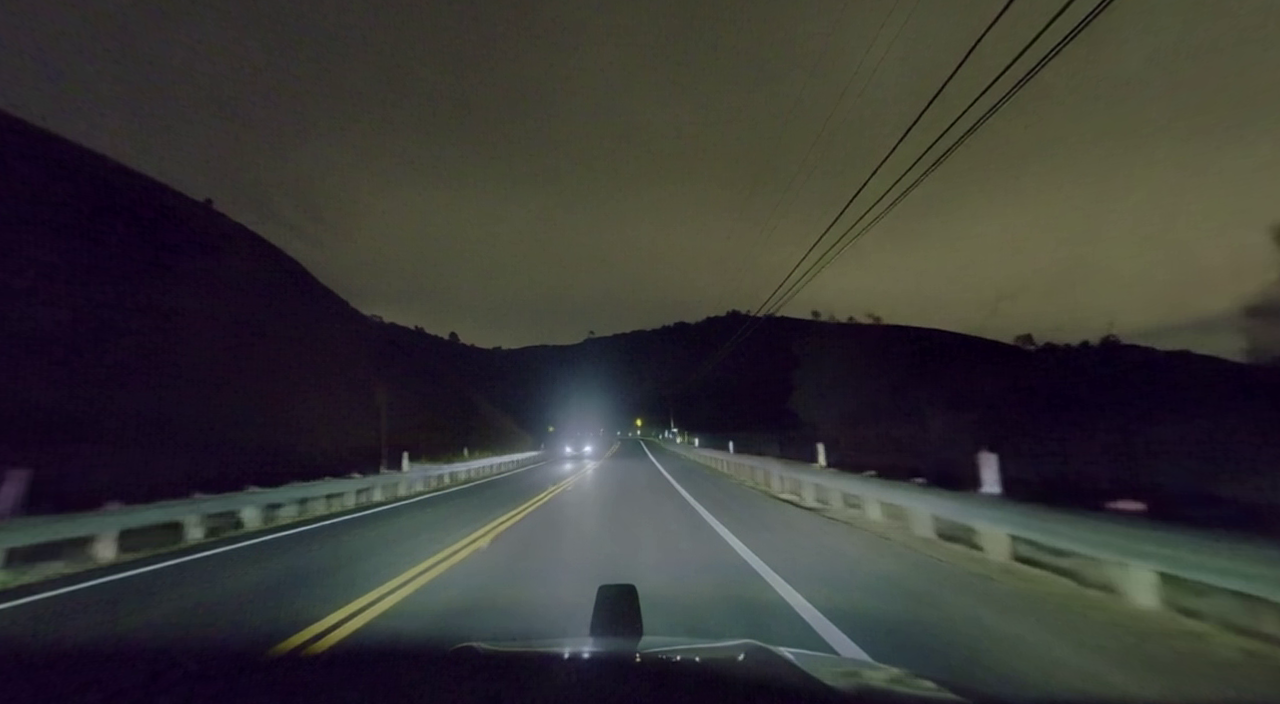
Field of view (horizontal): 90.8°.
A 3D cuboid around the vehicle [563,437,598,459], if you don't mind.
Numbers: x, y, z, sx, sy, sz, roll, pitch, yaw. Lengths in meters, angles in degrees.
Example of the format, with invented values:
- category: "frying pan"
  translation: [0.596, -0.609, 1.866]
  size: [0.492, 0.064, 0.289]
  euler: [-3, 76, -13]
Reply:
- category: "vehicle"
  translation: [-4.239, 6.973, 45.695]
  size: [2.047, 1.486, 4.405]
  euler: [0, -9, 0]
